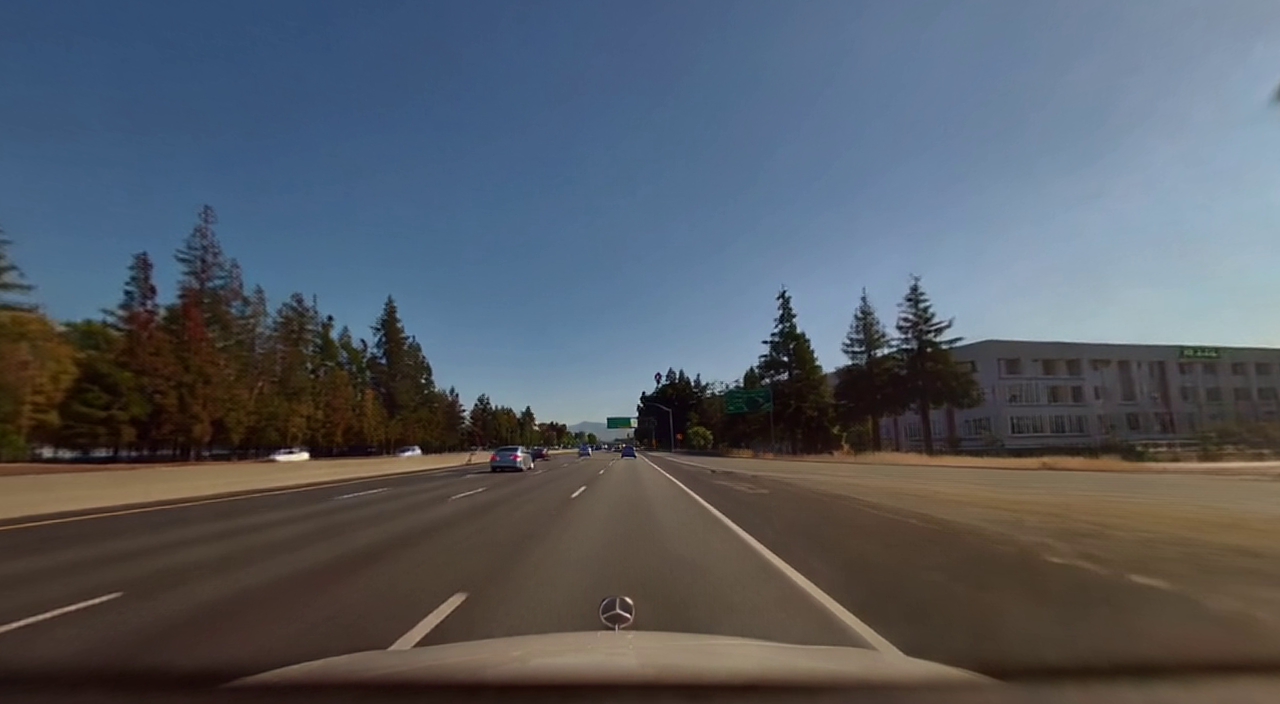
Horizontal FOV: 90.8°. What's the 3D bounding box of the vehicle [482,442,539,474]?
[{"bbox_3d":[-6.881,5.669,34.027,2.016,1.606,4.806,0,-9,0],"label":"vehicle"}]
